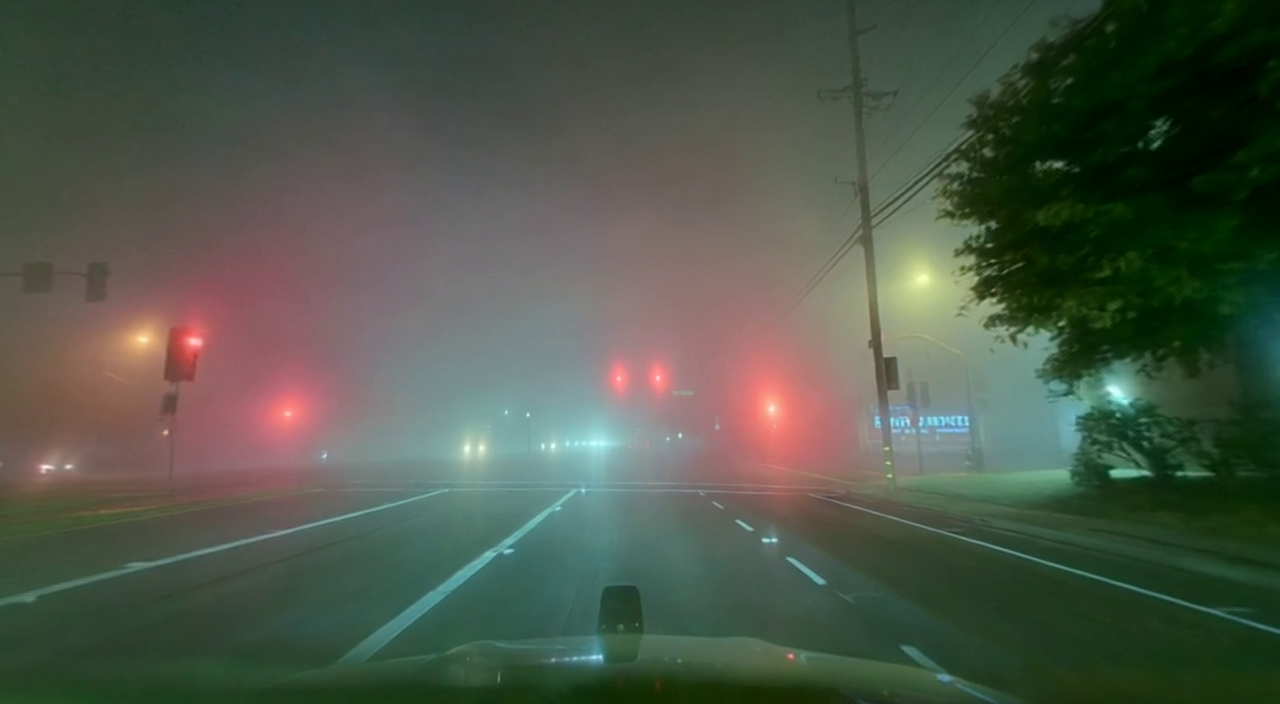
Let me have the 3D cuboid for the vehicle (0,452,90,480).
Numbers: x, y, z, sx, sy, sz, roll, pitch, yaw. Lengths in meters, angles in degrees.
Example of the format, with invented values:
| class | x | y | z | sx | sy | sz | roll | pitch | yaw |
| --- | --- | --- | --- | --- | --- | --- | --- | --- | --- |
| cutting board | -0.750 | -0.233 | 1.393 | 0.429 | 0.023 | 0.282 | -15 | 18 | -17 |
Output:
| class | x | y | z | sx | sy | sz | roll | pitch | yaw |
| --- | --- | --- | --- | --- | --- | --- | --- | --- | --- |
| vehicle | -34.333 | 6.435 | 35.781 | 4.500 | 1.465 | 1.936 | 0 | -9 | 1 |
